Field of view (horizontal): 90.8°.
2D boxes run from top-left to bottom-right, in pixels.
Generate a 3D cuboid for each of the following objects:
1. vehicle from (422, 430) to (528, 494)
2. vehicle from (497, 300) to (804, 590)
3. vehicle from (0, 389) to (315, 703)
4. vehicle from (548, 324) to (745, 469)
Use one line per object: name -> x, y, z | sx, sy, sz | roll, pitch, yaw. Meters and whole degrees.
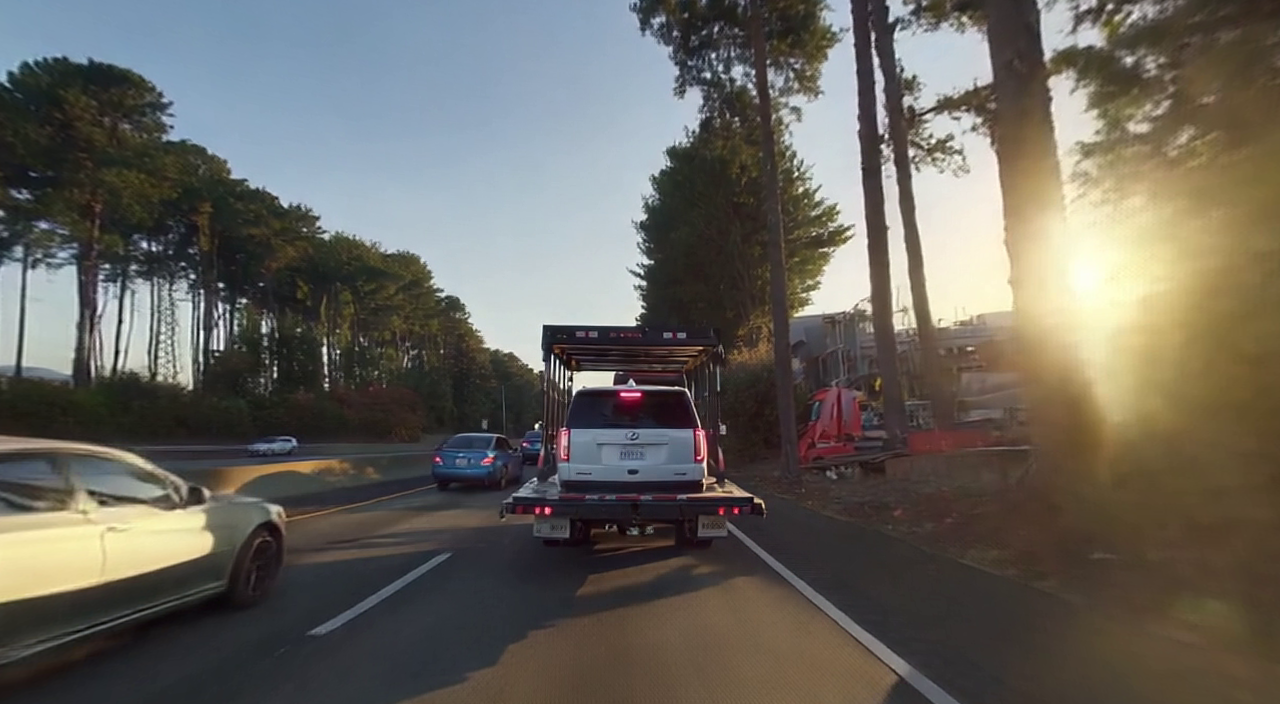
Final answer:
vehicle -> -4.746, 3.237, 18.940 | 2.057, 1.665, 4.572 | 0, -9, -2
vehicle -> -0.165, 1.582, 10.947 | 2.735, 2.597, 10.435 | 1, -9, -3
vehicle -> -3.842, 0.942, 2.831 | 2.155, 1.513, 4.964 | 0, -9, 0
vehicle -> -0.023, 0.829, 9.325 | 2.156, 1.604, 4.680 | 0, -9, -2
